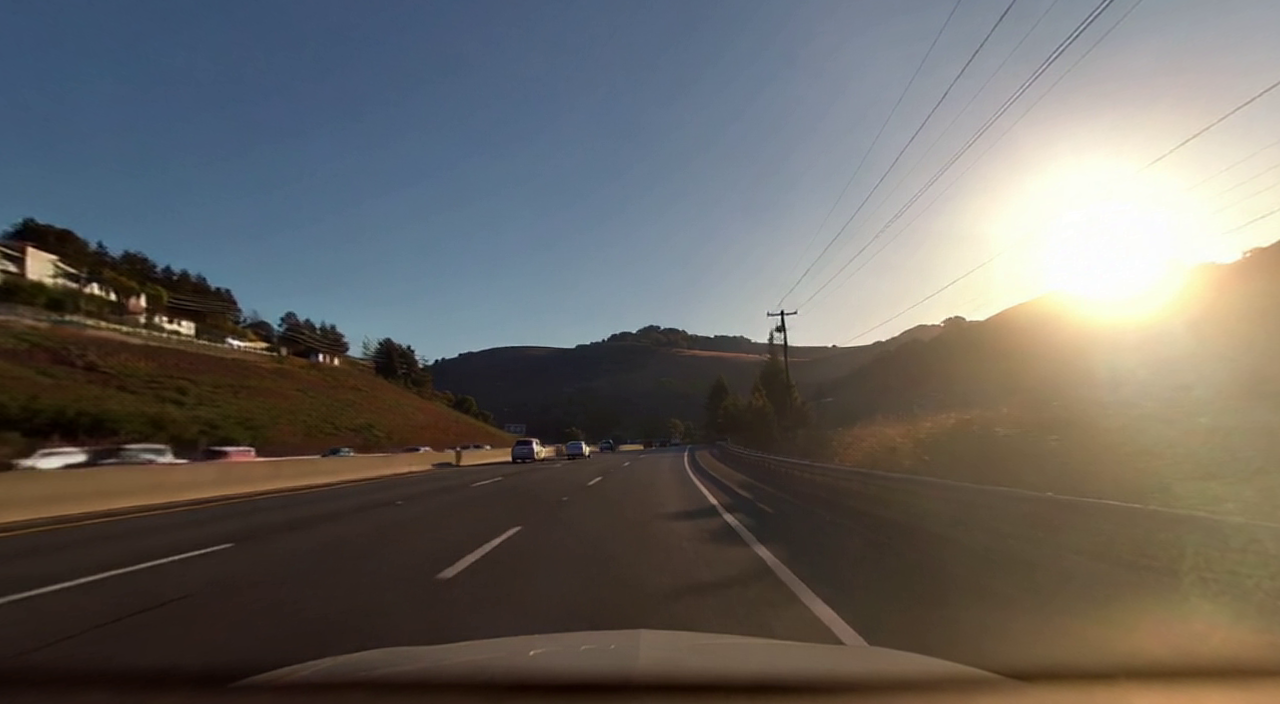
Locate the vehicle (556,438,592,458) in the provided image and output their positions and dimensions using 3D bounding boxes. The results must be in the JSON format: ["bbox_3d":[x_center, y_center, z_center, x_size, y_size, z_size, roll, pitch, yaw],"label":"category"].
[{"bbox_3d":[-5.179,7.613,49.816,2.010,1.489,4.456,-1,-9,5],"label":"vehicle"}]

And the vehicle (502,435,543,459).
[{"bbox_3d":[-8.970,7.307,48.275,2.063,1.743,4.392,-1,-9,4],"label":"vehicle"}]

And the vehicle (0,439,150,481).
[{"bbox_3d":[-28.070,5.347,31.504,2.245,1.893,5.358,-1,-9,5],"label":"vehicle"}]

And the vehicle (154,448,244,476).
[{"bbox_3d":[-23.973,5.950,34.286,1.870,1.430,3.896,-1,-8,5],"label":"vehicle"}]
